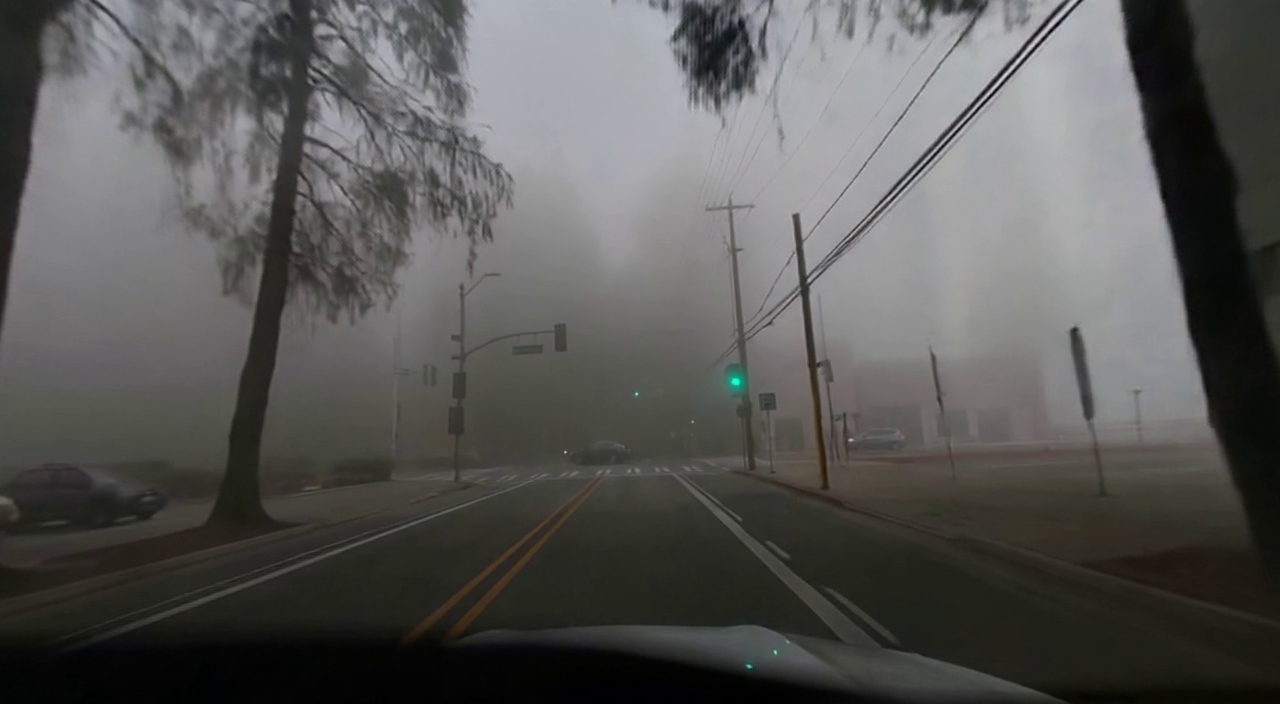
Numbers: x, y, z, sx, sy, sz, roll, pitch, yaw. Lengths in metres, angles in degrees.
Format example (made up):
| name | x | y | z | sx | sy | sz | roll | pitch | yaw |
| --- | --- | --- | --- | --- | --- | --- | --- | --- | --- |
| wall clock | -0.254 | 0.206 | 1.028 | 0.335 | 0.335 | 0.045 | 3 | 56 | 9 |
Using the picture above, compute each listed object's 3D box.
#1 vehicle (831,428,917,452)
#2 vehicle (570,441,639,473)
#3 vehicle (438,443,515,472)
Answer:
| name | x | y | z | sx | sy | sz | roll | pitch | yaw |
| --- | --- | --- | --- | --- | --- | --- | --- | --- | --- |
| vehicle | 14.633 | 5.532 | 39.717 | 4.632 | 1.484 | 1.907 | 0 | -8 | -1 |
| vehicle | -1.952 | 5.425 | 32.913 | 2.118 | 1.478 | 4.624 | 4 | -9 | -23 |
| vehicle | -10.574 | 6.788 | 40.853 | 4.472 | 1.736 | 1.874 | -3 | -9 | 19 |
